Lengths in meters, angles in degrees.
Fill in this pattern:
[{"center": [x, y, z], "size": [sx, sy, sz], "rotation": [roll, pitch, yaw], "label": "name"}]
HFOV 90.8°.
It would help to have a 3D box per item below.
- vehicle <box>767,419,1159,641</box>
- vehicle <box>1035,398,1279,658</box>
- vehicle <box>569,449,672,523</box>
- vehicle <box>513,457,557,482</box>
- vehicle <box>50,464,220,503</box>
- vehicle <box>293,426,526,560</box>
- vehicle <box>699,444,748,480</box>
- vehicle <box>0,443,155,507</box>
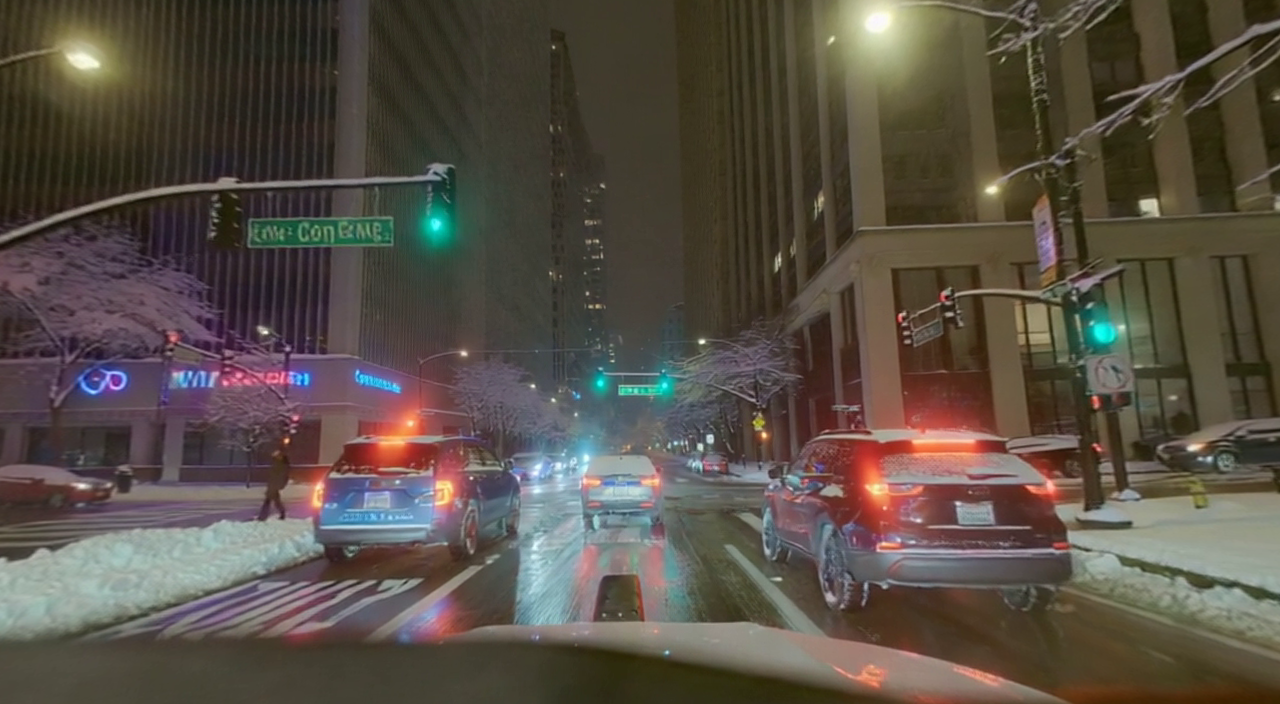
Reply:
[{"center": [3.040, 1.758, 7.442], "size": [2.072, 1.735, 4.759], "rotation": [0, -8, 0], "label": "vehicle"}, {"center": [5.876, 1.406, 5.301], "size": [2.123, 1.936, 4.538], "rotation": [0, -8, 0], "label": "vehicle"}, {"center": [-0.405, 3.065, 15.027], "size": [2.092, 1.454, 4.132], "rotation": [0, -8, 0], "label": "vehicle"}, {"center": [-6.695, 7.564, 40.897], "size": [2.052, 1.471, 4.225], "rotation": [0, -8, 1], "label": "vehicle"}, {"center": [-20.254, 5.283, 25.513], "size": [5.153, 1.449, 1.966], "rotation": [0, -8, 0], "label": "vehicle"}, {"center": [-3.686, 2.354, 11.482], "size": [2.190, 1.840, 5.272], "rotation": [0, -8, 0], "label": "vehicle"}, {"center": [5.666, 7.558, 43.805], "size": [2.420, 2.300, 5.313], "rotation": [0, -8, -3], "label": "vehicle"}, {"center": [-30.883, 6.680, 34.752], "size": [5.896, 3.276, 2.809], "rotation": [0, -8, 0], "label": "vehicle"}]
